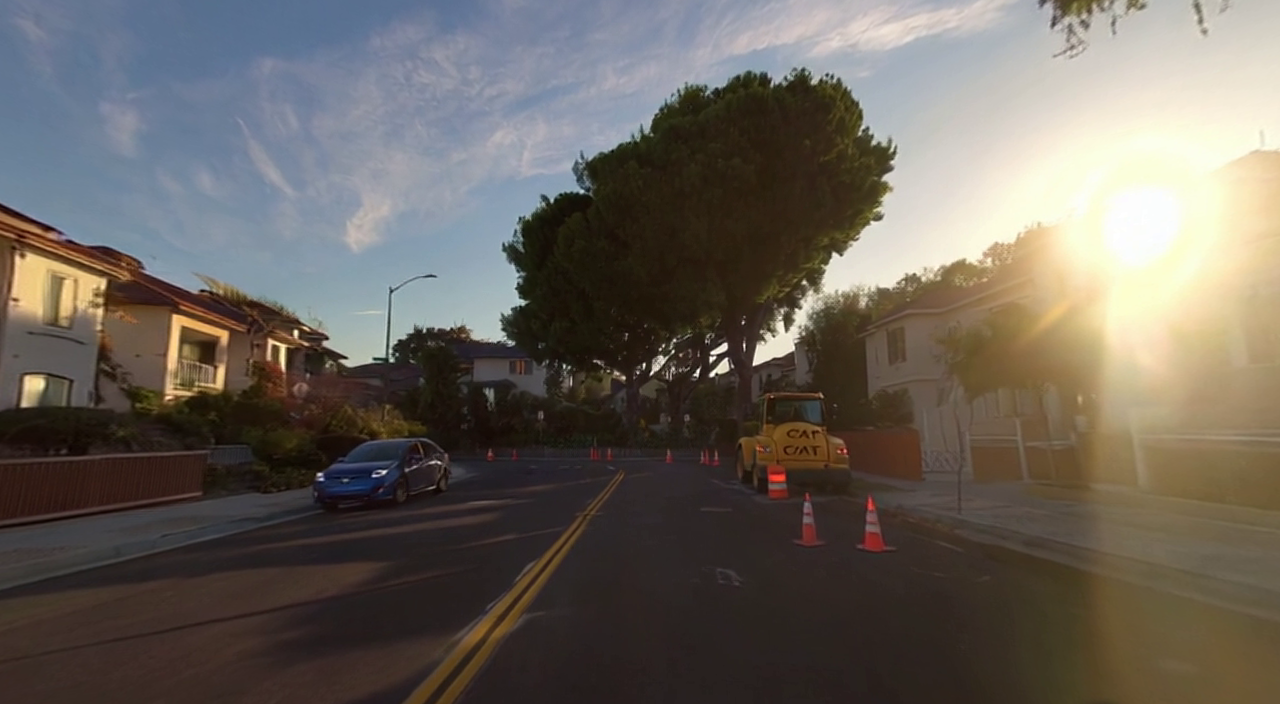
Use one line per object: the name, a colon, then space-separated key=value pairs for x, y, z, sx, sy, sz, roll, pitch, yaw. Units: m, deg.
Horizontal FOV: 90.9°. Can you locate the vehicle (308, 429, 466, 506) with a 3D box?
vehicle: x=-6.538 y=2.994 z=17.058 sx=2.220 sy=1.765 sz=4.799 roll=0 pitch=-7 yaw=1

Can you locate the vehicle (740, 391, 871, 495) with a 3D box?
vehicle: x=4.497 y=2.569 z=17.848 sx=2.501 sy=2.613 sz=3.505 roll=1 pitch=-8 yaw=-5
